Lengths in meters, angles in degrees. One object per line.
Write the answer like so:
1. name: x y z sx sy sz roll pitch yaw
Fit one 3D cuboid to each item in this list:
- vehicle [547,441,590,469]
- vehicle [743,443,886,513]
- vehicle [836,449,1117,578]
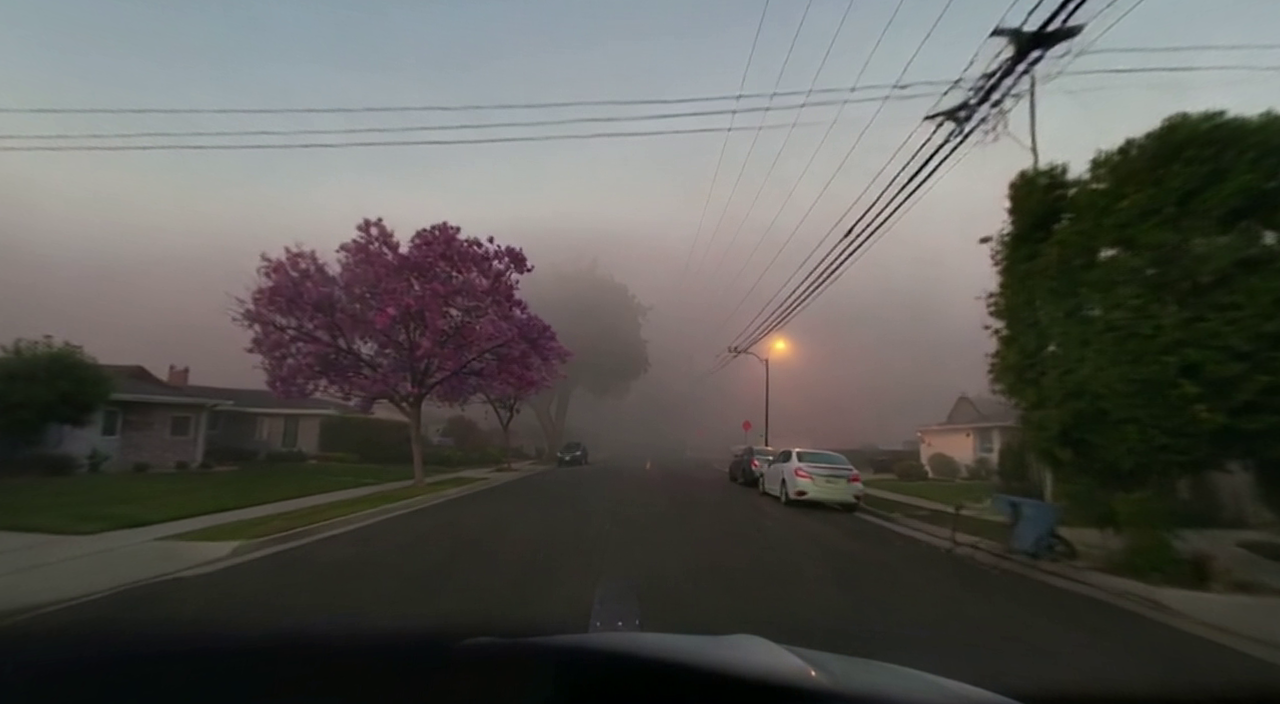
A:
1. vehicle: -4.274 6.235 38.534 1.938 1.508 4.481 0 -7 2
2. vehicle: 4.171 3.077 16.066 2.006 1.489 4.753 1 -8 -4
3. vehicle: 5.233 2.216 9.599 4.526 1.449 2.075 7 -11 -39
